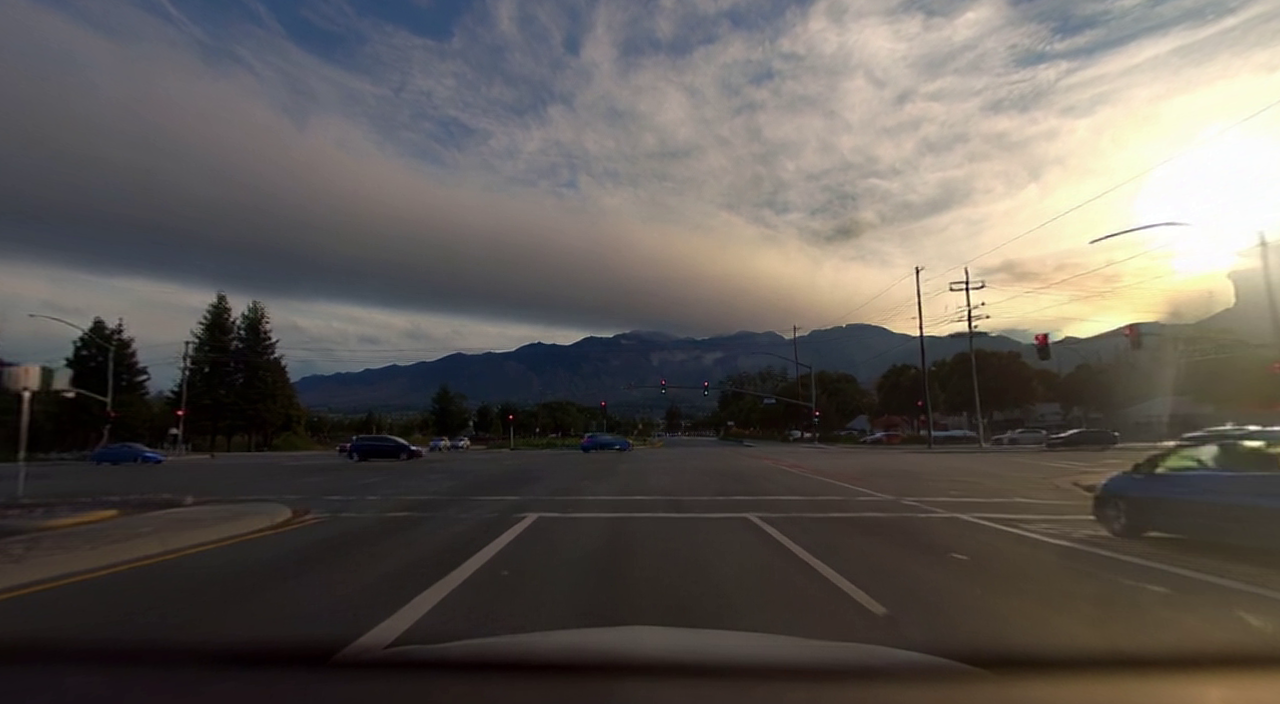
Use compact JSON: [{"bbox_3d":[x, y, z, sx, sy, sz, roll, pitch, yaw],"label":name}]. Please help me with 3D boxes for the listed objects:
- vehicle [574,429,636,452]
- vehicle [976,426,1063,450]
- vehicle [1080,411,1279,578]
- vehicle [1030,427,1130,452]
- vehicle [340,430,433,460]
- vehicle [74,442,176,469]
[{"bbox_3d":[-2.677,6.882,48.917,4.547,1.713,2.020,7,-11,-41],"label":"vehicle"},{"bbox_3d":[28.222,6.412,47.044,5.100,1.680,2.055,0,-8,1],"label":"vehicle"},{"bbox_3d":[7.023,1.395,6.302,1.899,1.570,4.666,0,-8,0],"label":"vehicle"},{"bbox_3d":[27.531,5.499,39.646,4.778,1.495,1.959,0,-8,-1],"label":"vehicle"},{"bbox_3d":[-16.064,5.941,40.354,5.228,1.805,2.246,2,-9,-15],"label":"vehicle"},{"bbox_3d":[-30.688,6.155,37.732,4.218,1.542,2.044,0,-8,-2],"label":"vehicle"}]
